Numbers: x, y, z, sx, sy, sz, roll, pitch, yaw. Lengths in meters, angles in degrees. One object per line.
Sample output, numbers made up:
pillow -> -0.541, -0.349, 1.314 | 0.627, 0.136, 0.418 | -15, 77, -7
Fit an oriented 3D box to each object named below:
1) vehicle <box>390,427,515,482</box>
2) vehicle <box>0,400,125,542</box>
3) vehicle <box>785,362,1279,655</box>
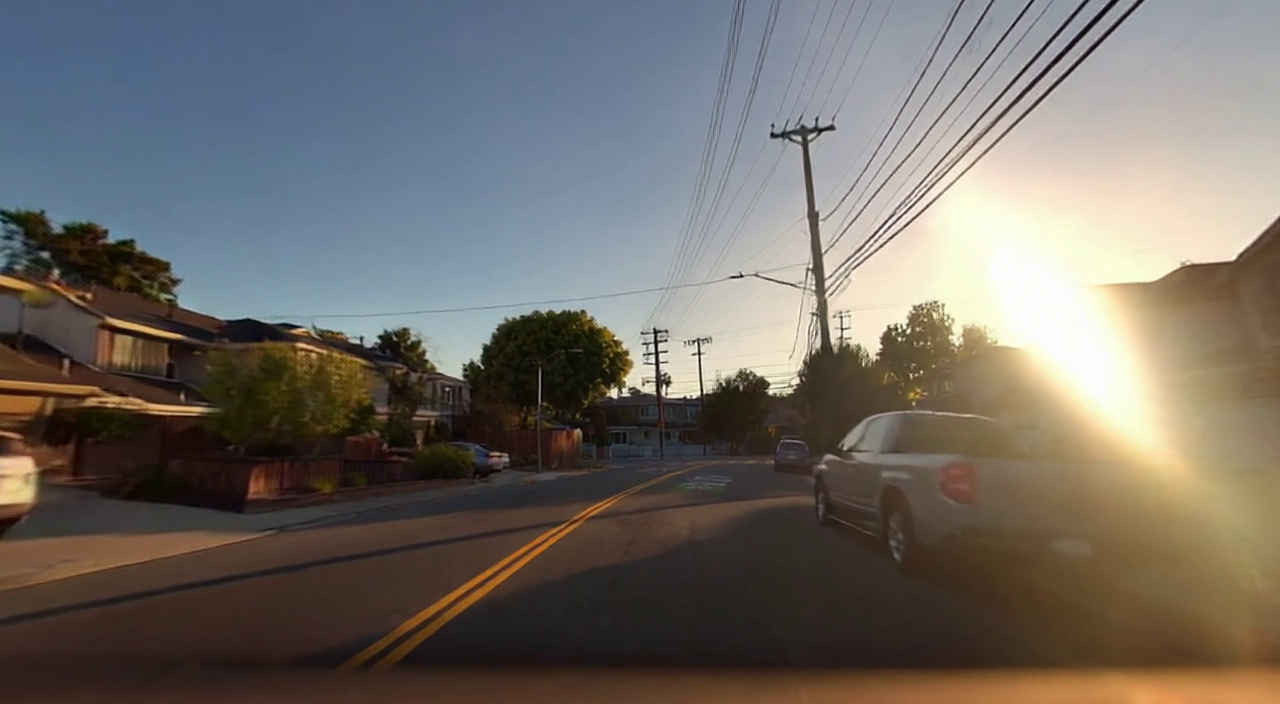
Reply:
vehicle -> -9.003, 4.911, 30.497 | 5.228, 2.041, 2.023 | 4, -7, 11
vehicle -> -11.732, 1.796, 9.730 | 5.632, 1.957, 2.302 | 0, -9, 3
vehicle -> 3.472, 1.512, 7.499 | 2.273, 1.938, 6.400 | 0, -9, 3
